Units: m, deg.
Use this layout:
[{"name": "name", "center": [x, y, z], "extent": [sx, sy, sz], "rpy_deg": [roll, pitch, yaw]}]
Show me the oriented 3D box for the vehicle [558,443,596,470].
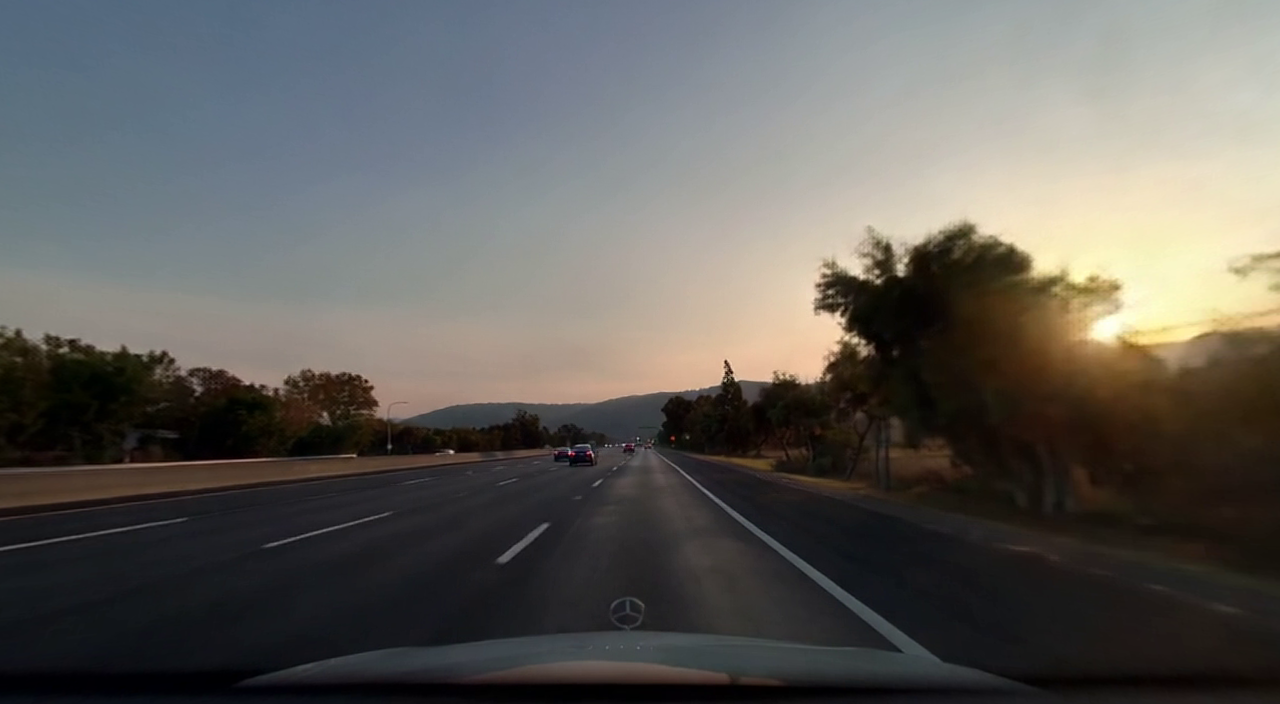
[{"name": "vehicle", "center": [-3.712, 6.218, 37.705], "extent": [1.786, 1.488, 4.023], "rpy_deg": [0, -8, 1]}]
